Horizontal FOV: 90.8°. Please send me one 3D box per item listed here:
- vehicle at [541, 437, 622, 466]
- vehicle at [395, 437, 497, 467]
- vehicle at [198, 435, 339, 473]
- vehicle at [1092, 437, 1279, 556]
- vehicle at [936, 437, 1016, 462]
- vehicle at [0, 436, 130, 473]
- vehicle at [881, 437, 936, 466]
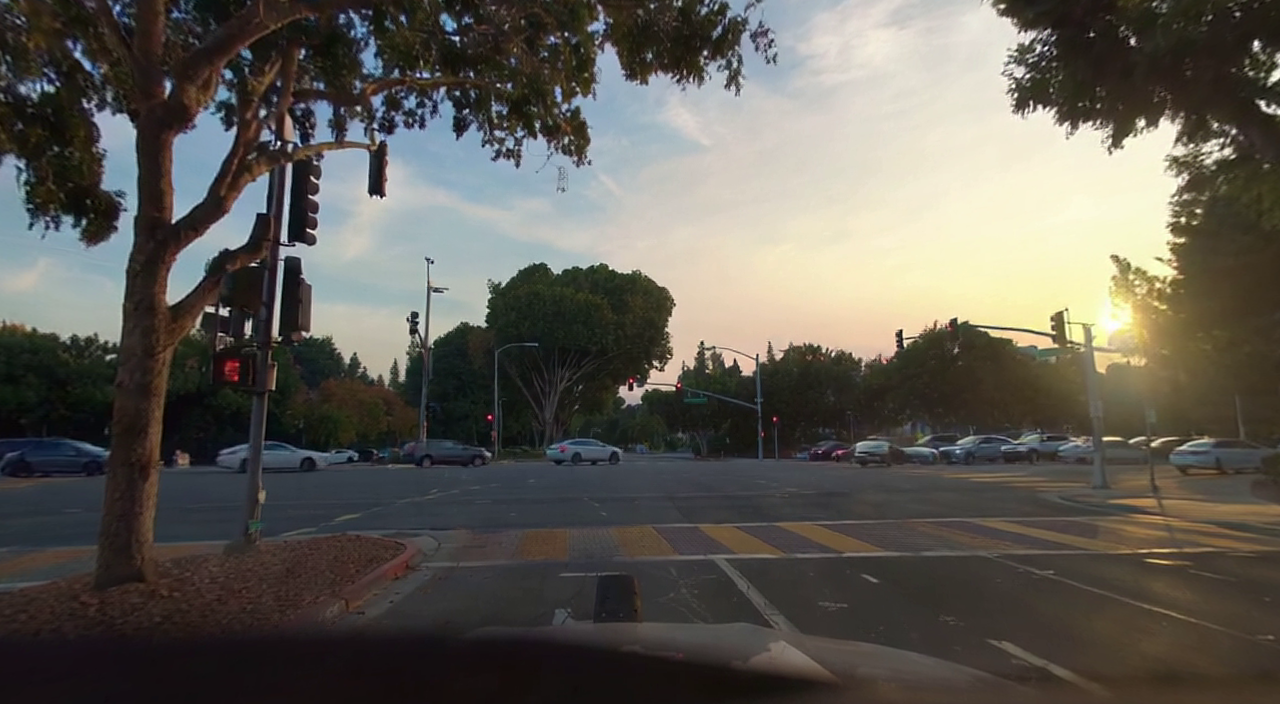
[{"bbox_3d":[-3.253,5.606,35.678,1.896,1.544,4.331,-8,-12,44],"label":"vehicle"},{"bbox_3d":[-10.485,5.428,34.383,4.912,1.485,1.922,8,-11,-41],"label":"vehicle"},{"bbox_3d":[-15.595,4.316,26.895,4.849,1.476,1.935,3,-9,-22],"label":"vehicle"},{"bbox_3d":[9.240,2.088,9.129,1.993,1.505,4.721,5,-9,0],"label":"vehicle"},{"bbox_3d":[22.193,6.427,41.792,4.481,1.561,2.001,3,-9,-18],"label":"vehicle"},{"bbox_3d":[-24.618,4.283,26.427,4.580,1.472,1.891,3,-9,-16],"label":"vehicle"},{"bbox_3d":[14.813,5.513,35.097,1.962,1.468,4.516,-2,-9,12],"label":"vehicle"}]
